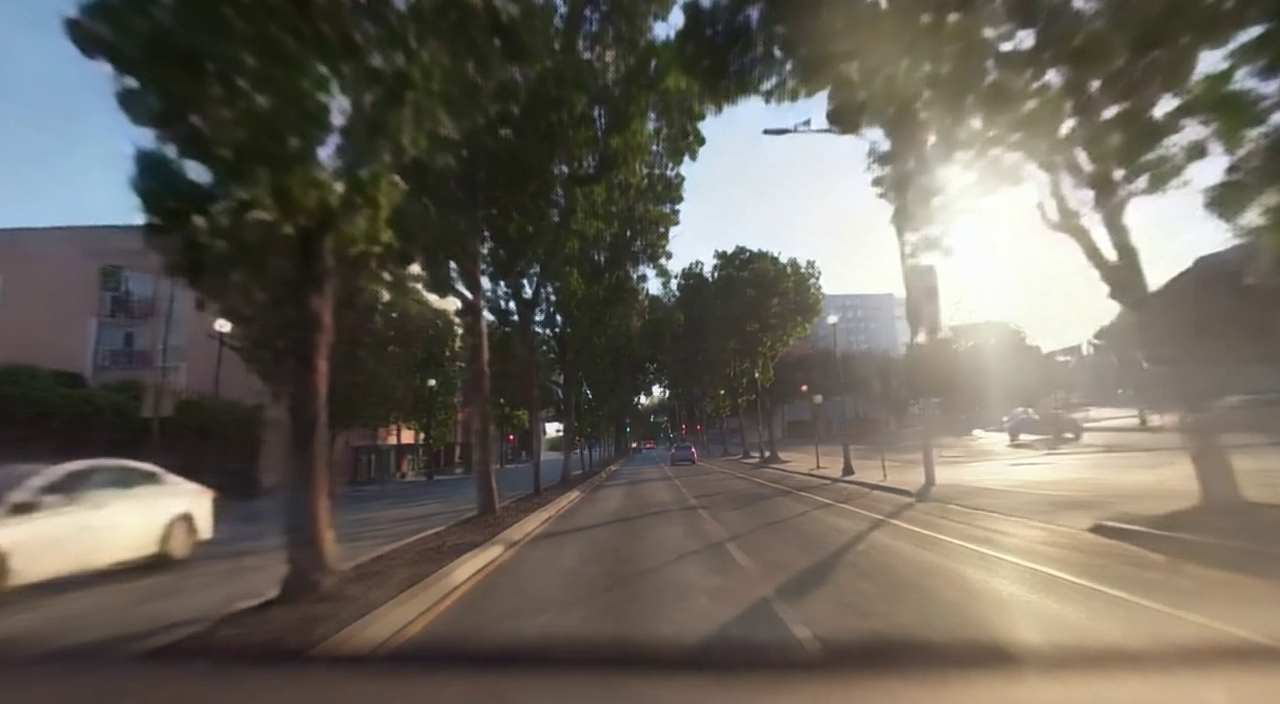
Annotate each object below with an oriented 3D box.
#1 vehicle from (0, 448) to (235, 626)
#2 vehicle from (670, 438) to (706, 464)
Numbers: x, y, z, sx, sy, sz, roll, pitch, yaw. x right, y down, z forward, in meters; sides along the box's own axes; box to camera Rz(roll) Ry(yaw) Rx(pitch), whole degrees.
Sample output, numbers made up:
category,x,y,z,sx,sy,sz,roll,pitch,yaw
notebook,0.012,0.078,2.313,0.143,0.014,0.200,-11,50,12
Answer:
category,x,y,z,sx,sy,sz,roll,pitch,yaw
vehicle,-7.305,2.007,7.370,2.031,1.723,4.566,0,-9,1
vehicle,3.236,6.742,43.031,2.129,1.719,4.205,0,-8,0
